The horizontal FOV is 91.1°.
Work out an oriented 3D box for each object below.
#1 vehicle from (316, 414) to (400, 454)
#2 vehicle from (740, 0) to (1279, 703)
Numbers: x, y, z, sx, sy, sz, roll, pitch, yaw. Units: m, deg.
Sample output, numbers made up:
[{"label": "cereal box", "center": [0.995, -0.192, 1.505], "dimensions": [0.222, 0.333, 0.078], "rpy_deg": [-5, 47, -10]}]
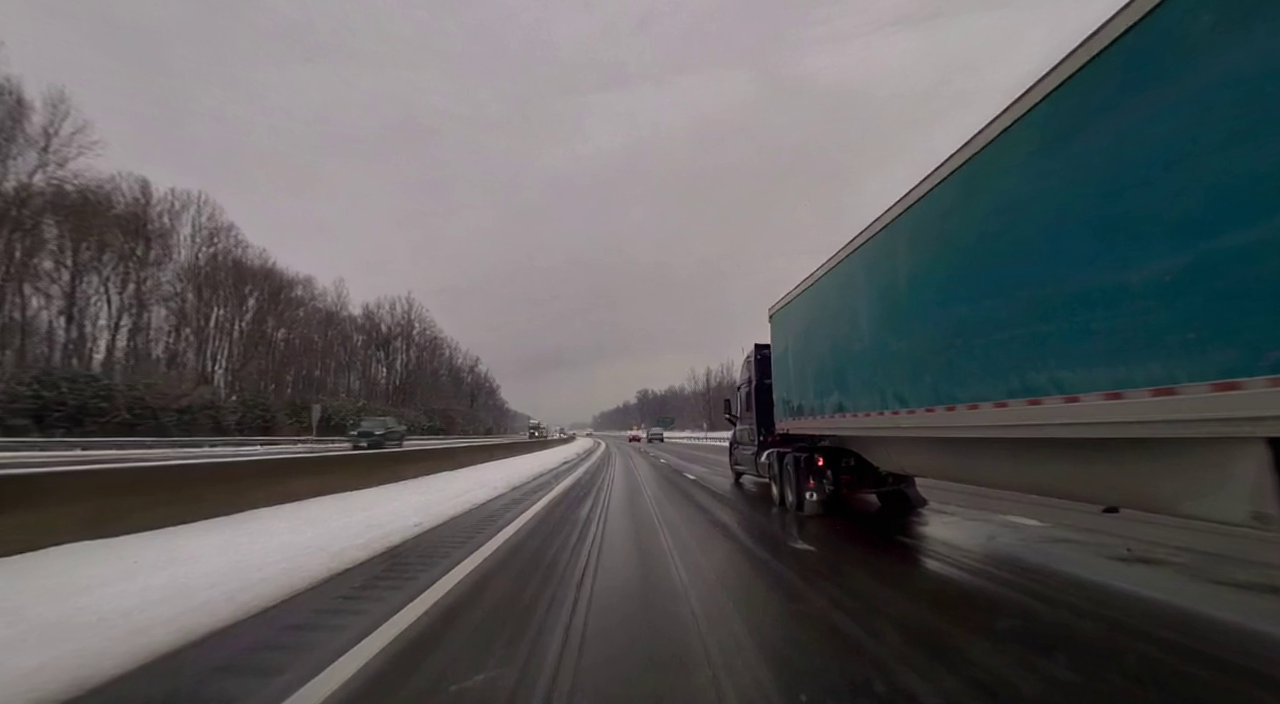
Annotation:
[{"label": "vehicle", "center": [-13.452, 3.956, 30.307], "dimensions": [1.950, 1.769, 4.636], "rpy_deg": [0, -8, -1]}, {"label": "vehicle", "center": [3.802, 0.167, 7.264], "dimensions": [2.926, 4.008, 14.104], "rpy_deg": [0, -8, 0]}]
